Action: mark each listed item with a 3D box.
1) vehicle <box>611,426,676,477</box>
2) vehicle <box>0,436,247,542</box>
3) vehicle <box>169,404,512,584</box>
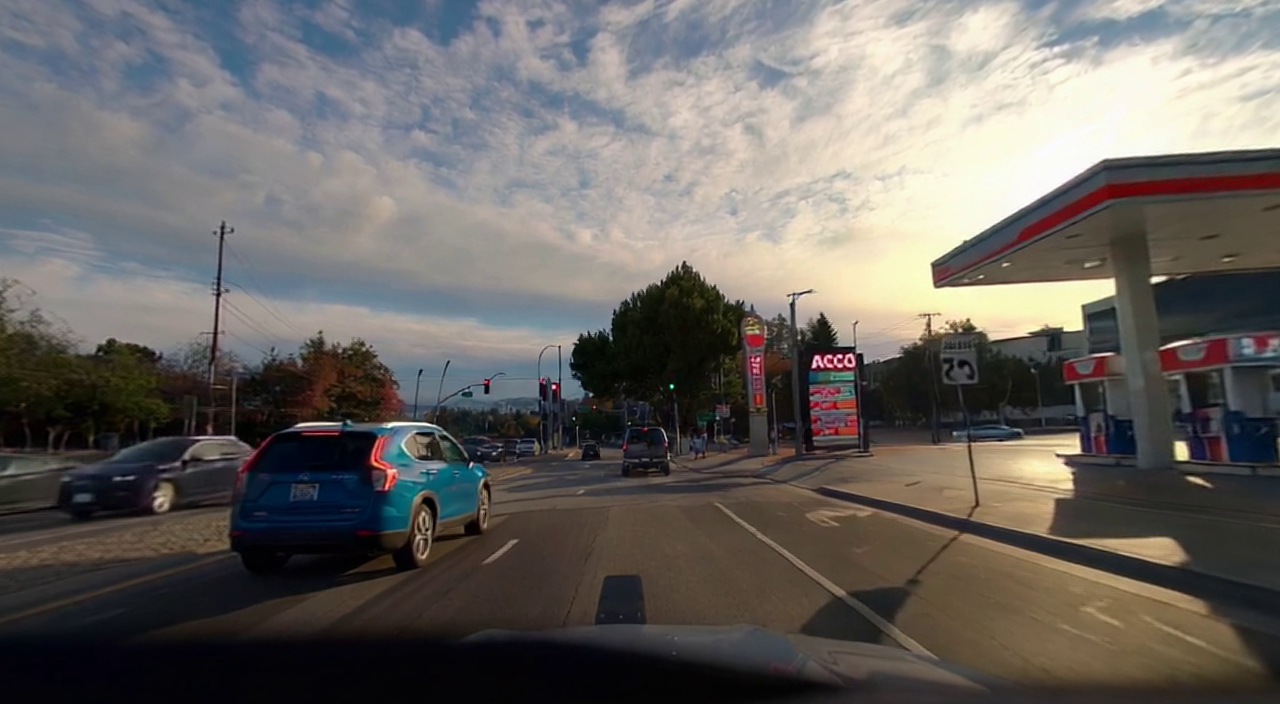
[{"bbox_3d":[0.094,4.320,27.545,2.552,1.999,5.498,0,-8,-1],"label":"vehicle"},{"bbox_3d":[-9.915,2.545,12.414,1.943,1.643,4.167,-1,-8,-6],"label":"vehicle"},{"bbox_3d":[-3.424,1.732,8.651,2.247,1.734,4.919,0,-8,1],"label":"vehicle"}]
